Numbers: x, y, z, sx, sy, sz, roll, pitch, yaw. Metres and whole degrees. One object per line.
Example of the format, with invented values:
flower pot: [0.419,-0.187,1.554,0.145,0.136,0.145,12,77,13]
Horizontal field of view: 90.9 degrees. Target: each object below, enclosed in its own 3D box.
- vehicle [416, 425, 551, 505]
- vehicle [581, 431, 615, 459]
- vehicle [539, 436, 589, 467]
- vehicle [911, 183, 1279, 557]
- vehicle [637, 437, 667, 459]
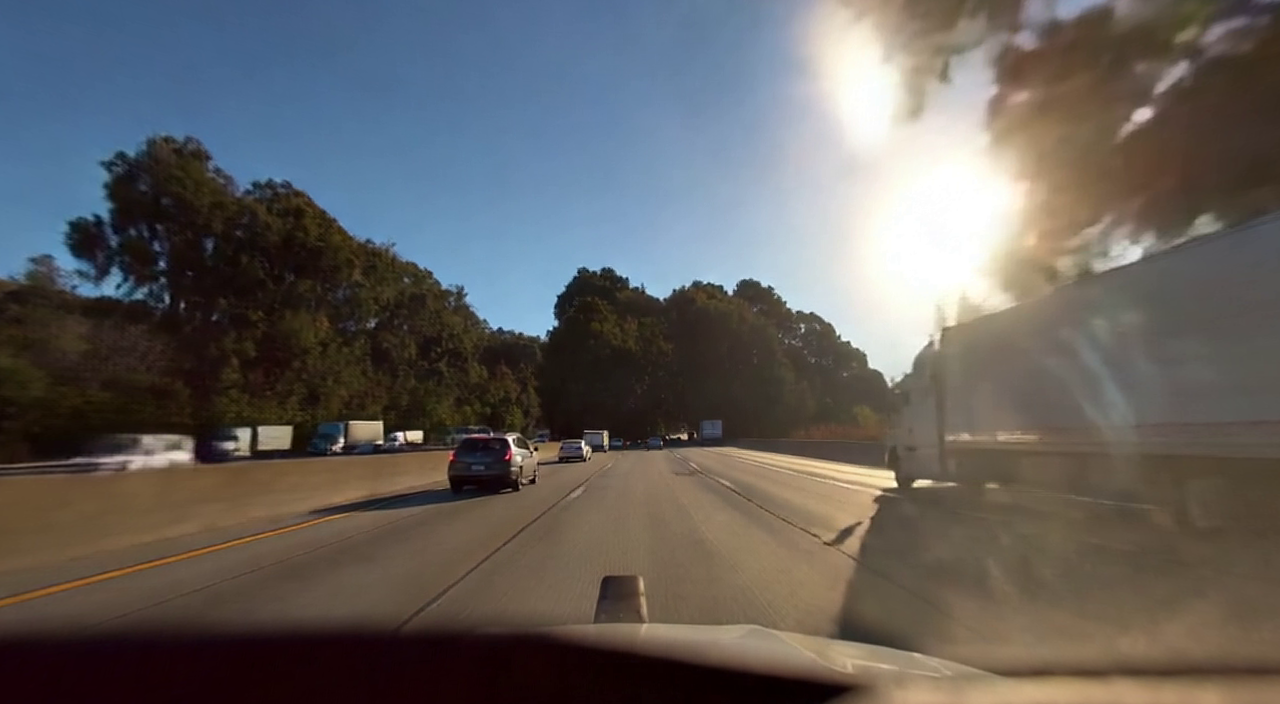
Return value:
vehicle: [-3.502,2.591,15.046,2.137,1.618,4.209,0,-8,0]
vehicle: [-2.926,6.596,44.901,2.064,1.826,4.263,0,-8,1]
vehicle: [-3.809,5.047,32.331,2.013,1.460,4.027,0,-8,1]
vehicle: [8.467,0.443,8.800,2.866,4.100,14.057,0,-8,-1]
vehicle: [0.819,6.743,44.671,2.004,1.465,3.842,0,-8,0]
